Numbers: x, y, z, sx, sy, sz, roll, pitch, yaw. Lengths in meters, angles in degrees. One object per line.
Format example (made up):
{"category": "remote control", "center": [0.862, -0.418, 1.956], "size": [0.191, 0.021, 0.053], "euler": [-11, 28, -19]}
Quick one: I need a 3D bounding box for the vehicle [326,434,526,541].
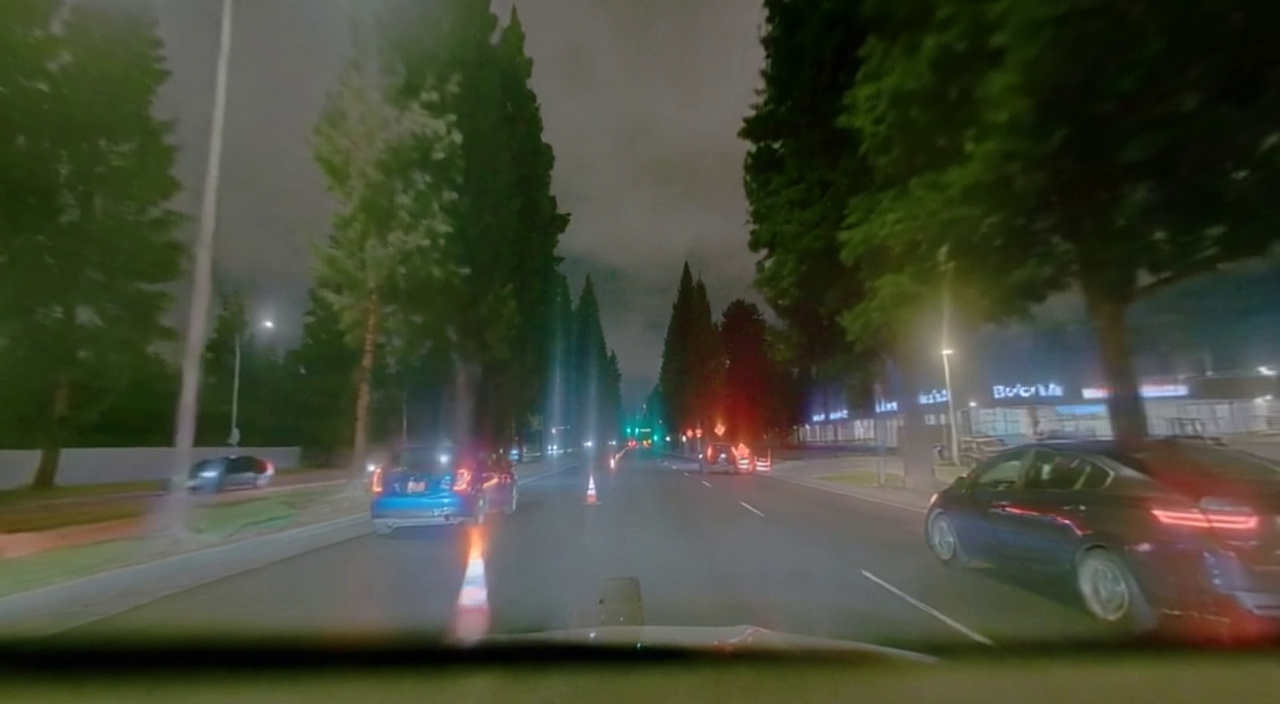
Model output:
{"category": "vehicle", "center": [-3.358, 2.202, 10.909], "size": [2.020, 1.474, 4.098], "euler": [0, -9, 0]}

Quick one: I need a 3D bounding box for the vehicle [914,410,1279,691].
{"category": "vehicle", "center": [4.108, 1.348, 5.343], "size": [1.827, 1.491, 3.743], "euler": [0, -9, -1]}

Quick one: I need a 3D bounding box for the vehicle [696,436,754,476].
{"category": "vehicle", "center": [4.141, 5.180, 31.638], "size": [2.159, 1.793, 4.735], "euler": [0, -9, -1]}

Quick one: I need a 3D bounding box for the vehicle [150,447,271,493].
{"category": "vehicle", "center": [-17.822, 4.883, 26.539], "size": [1.905, 1.713, 4.517], "euler": [0, -9, 0]}
